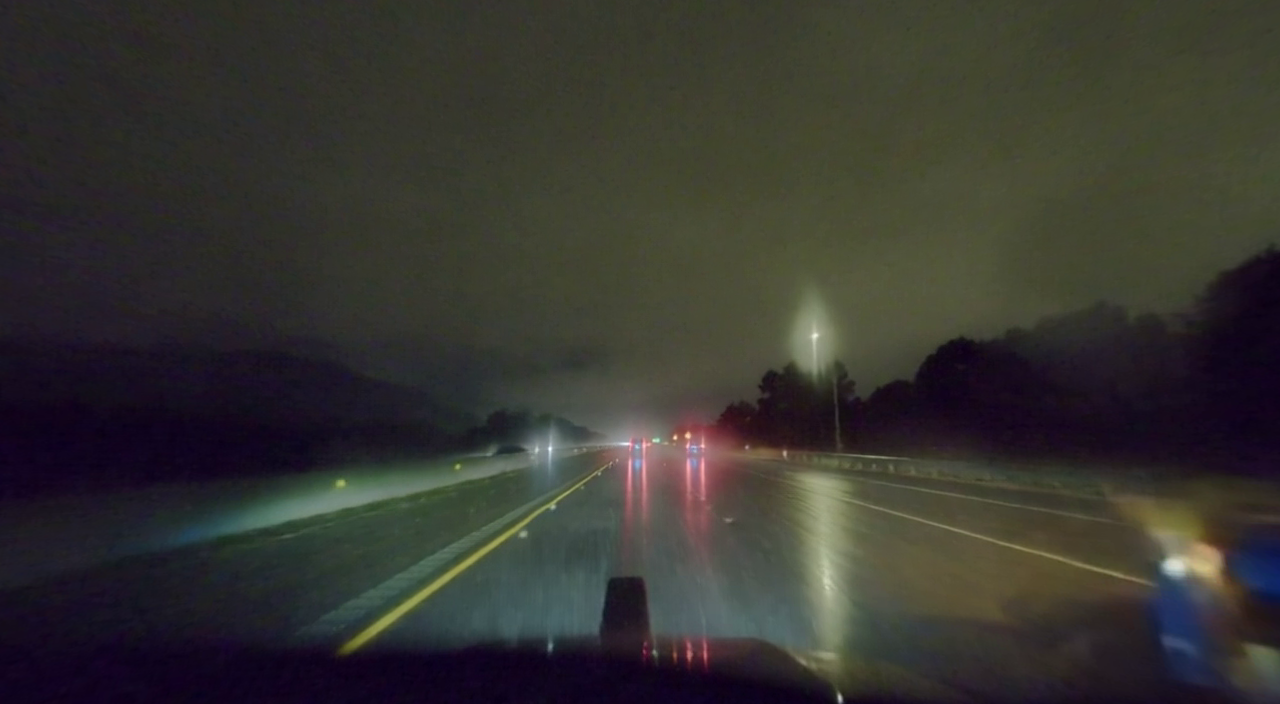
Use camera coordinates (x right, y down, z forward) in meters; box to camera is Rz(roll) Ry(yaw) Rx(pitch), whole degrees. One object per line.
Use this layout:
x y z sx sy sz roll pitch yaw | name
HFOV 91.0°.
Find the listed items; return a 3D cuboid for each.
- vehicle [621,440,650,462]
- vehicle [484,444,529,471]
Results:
-0.297 7.225 46.102 2.009 1.554 4.013 0 -8 0 | vehicle
-7.800 6.168 37.055 1.776 1.494 3.837 0 -8 1 | vehicle
